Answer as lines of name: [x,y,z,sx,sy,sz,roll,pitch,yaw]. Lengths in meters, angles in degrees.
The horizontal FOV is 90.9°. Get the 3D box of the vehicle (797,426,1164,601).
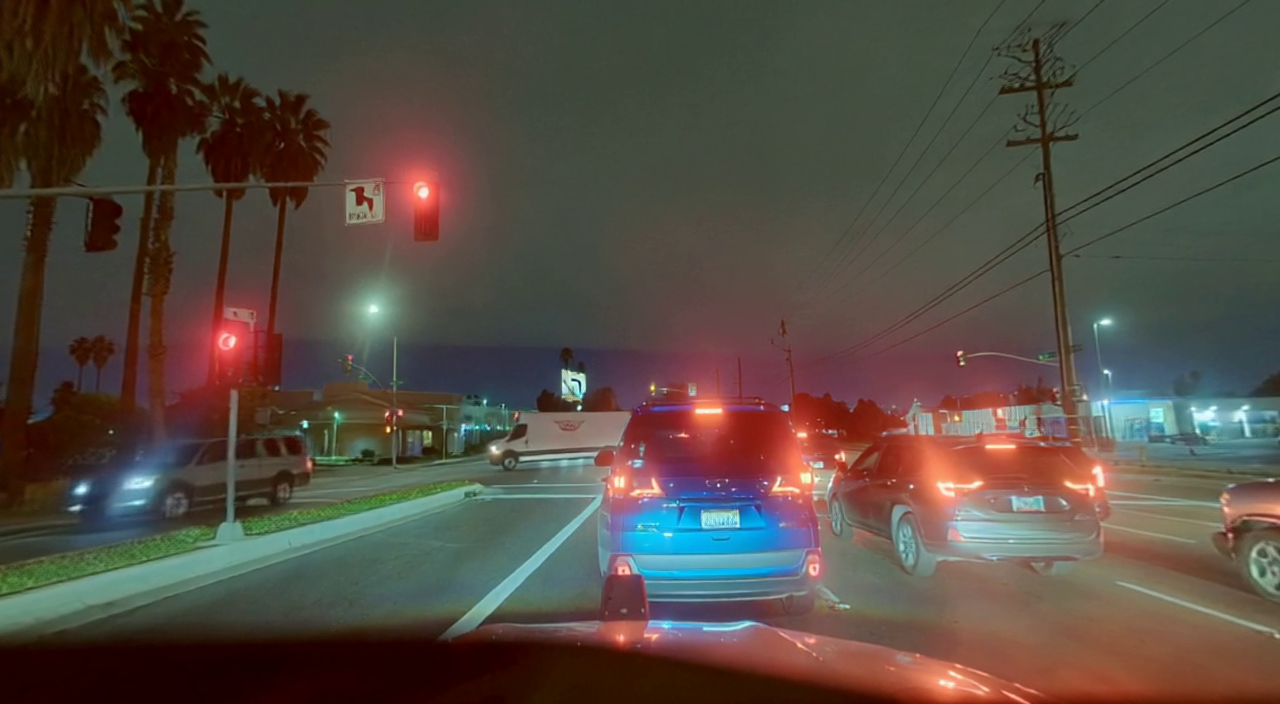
vehicle: [3.420,1.683,7.507,1.895,1.456,4.255,0,-9,-2]

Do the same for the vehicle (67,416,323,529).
vehicle: [-12.256,3.342,18.167,2.230,2.653,5.869,-2,-9,12]

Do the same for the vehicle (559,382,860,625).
vehicle: [0.444,1.436,6.887,2.228,1.780,4.269,0,-9,-2]

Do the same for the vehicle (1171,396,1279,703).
vehicle: [3.348,0.650,0.659,1.805,1.485,4.348,0,-9,1]
